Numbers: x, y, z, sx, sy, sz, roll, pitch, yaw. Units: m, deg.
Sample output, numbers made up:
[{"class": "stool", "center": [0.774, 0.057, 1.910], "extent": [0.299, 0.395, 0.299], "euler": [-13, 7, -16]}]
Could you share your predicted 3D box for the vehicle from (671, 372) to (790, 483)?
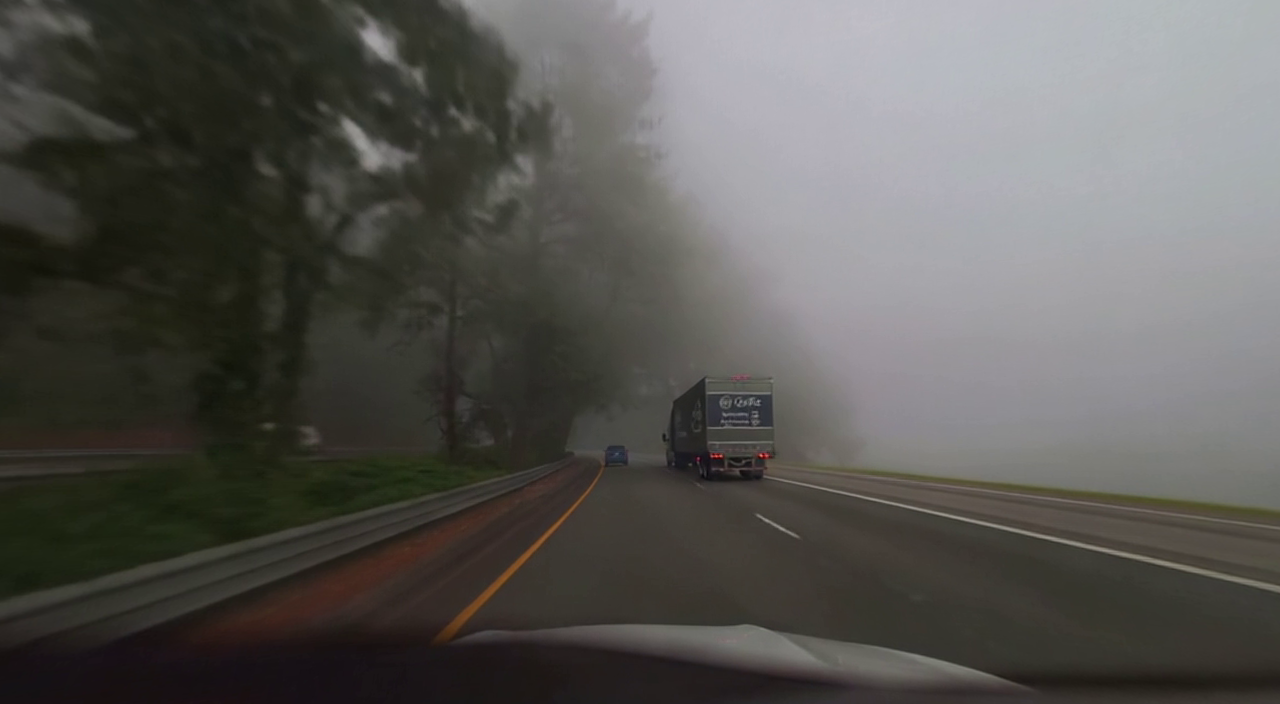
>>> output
[{"class": "vehicle", "center": [3.618, 3.788, 30.008], "extent": [2.951, 4.012, 14.203], "euler": [0, -9, -3]}]

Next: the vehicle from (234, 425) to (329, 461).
[{"class": "vehicle", "center": [-17.352, 4.478, 30.823], "extent": [1.926, 1.629, 4.668], "euler": [0, -9, -1]}]

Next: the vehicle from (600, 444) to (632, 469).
[{"class": "vehicle", "center": [-1.468, 6.475, 39.113], "extent": [1.913, 1.460, 3.610], "euler": [0, -9, -1]}]
